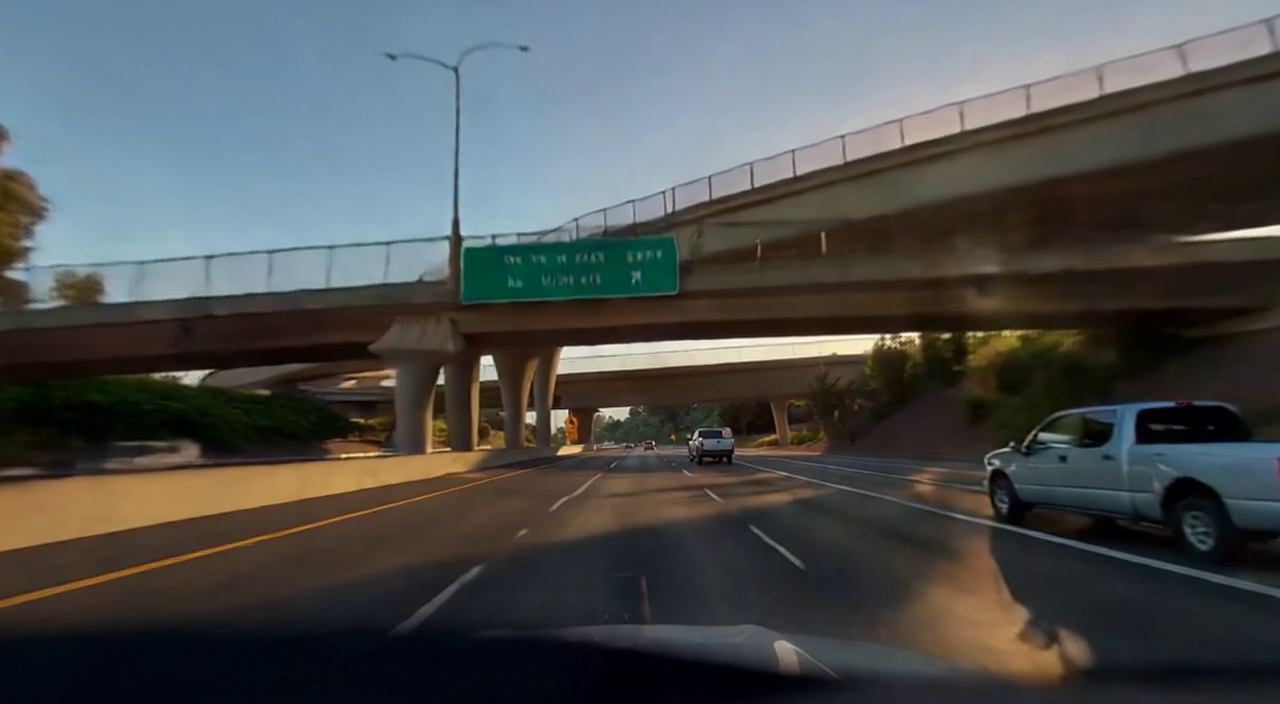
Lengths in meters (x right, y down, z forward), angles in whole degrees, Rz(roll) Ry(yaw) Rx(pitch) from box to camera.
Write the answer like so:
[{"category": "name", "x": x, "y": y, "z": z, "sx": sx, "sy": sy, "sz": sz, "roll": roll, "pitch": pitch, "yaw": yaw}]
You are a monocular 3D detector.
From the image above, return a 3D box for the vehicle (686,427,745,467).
[{"category": "vehicle", "x": 4.076, "y": 5.292, "z": 35.158, "sx": 2.505, "sy": 2.020, "sz": 5.532, "roll": 0, "pitch": -8, "yaw": 0}]
